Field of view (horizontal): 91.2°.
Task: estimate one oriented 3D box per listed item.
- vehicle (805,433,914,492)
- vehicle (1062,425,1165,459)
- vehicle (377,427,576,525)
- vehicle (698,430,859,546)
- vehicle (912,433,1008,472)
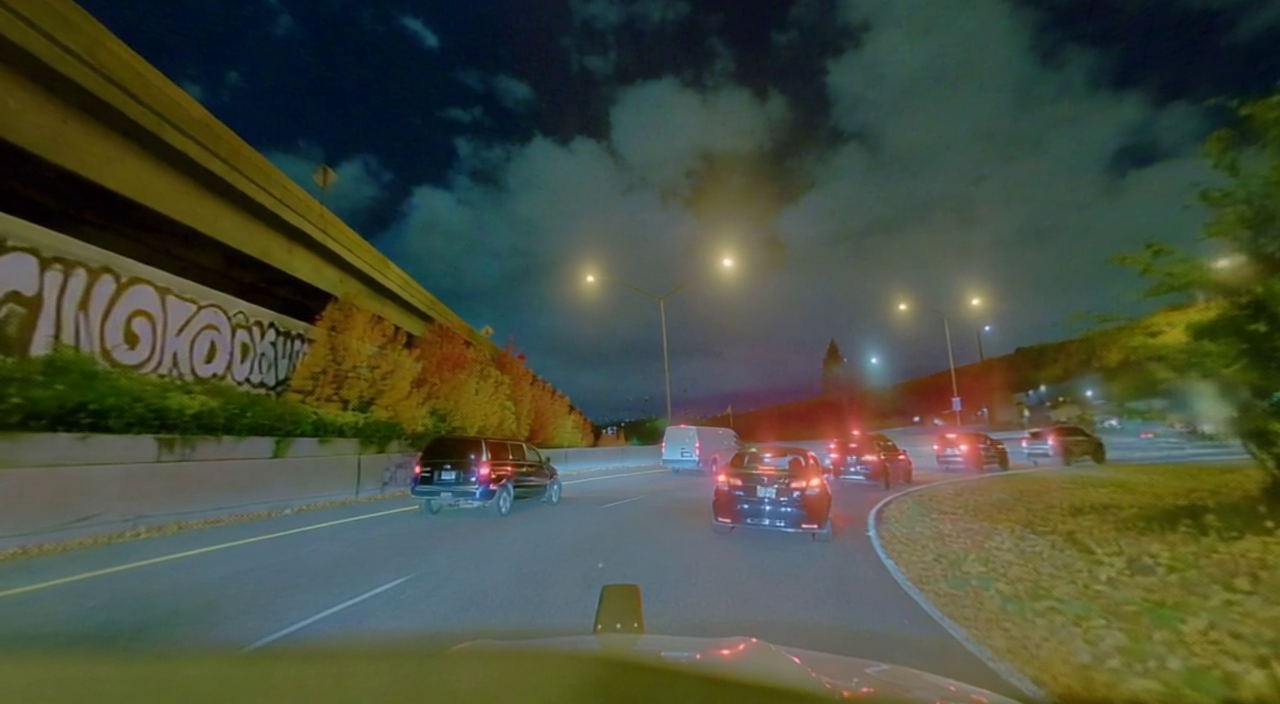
[{"bbox_3d":[6.603,3.219,18.564,1.830,1.519,4.253,-7,-11,35],"label":"vehicle"},{"bbox_3d":[21.602,4.132,28.598,3.934,1.485,1.763,4,-10,-20],"label":"vehicle"},{"bbox_3d":[-2.933,2.337,12.329,1.921,1.554,4.081,-3,-9,16],"label":"vehicle"},{"bbox_3d":[2.481,2.140,10.474,2.064,1.515,3.722,-4,-10,20],"label":"vehicle"},{"bbox_3d":[12.950,4.054,25.299,3.902,1.446,1.780,6,-11,-36],"label":"vehicle"}]
